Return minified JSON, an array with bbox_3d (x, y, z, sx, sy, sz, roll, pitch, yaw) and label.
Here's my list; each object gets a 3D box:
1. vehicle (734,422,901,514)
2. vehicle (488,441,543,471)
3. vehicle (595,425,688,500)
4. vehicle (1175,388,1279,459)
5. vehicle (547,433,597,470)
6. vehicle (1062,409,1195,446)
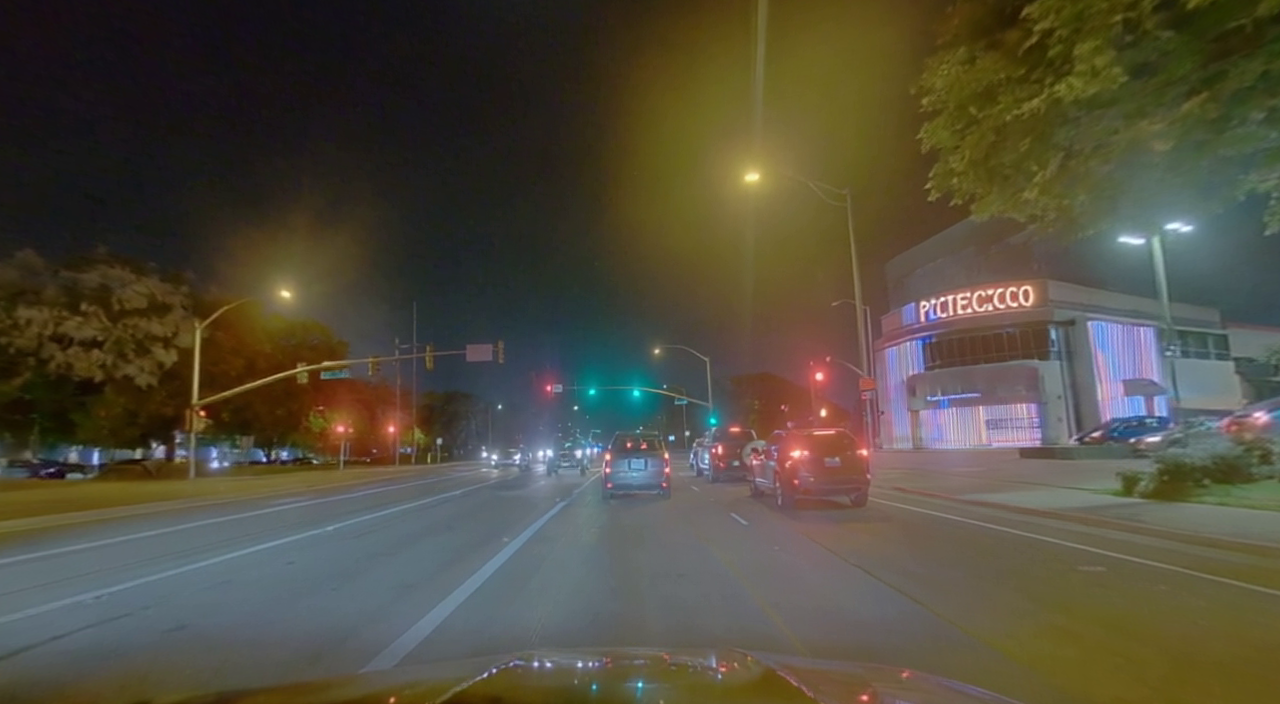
[{"bbox_3d":[3.594,2.458,13.879,2.198,1.660,4.512,0,-9,-2],"label":"vehicle"},{"bbox_3d":[-6.534,5.506,33.650,1.954,1.473,4.350,0,-9,1],"label":"vehicle"},{"bbox_3d":[-0.058,2.842,16.563,2.146,1.685,4.003,0,-9,-3],"label":"vehicle"},{"bbox_3d":[15.463,1.666,14.552,4.344,1.512,1.936,-1,-9,3],"label":"vehicle"},{"bbox_3d":[-3.466,5.190,32.966,2.106,1.778,4.444,0,-9,0],"label":"vehicle"},{"bbox_3d":[23.966,3.744,31.134,4.854,1.712,2.017,0,-9,-1],"label":"vehicle"}]
